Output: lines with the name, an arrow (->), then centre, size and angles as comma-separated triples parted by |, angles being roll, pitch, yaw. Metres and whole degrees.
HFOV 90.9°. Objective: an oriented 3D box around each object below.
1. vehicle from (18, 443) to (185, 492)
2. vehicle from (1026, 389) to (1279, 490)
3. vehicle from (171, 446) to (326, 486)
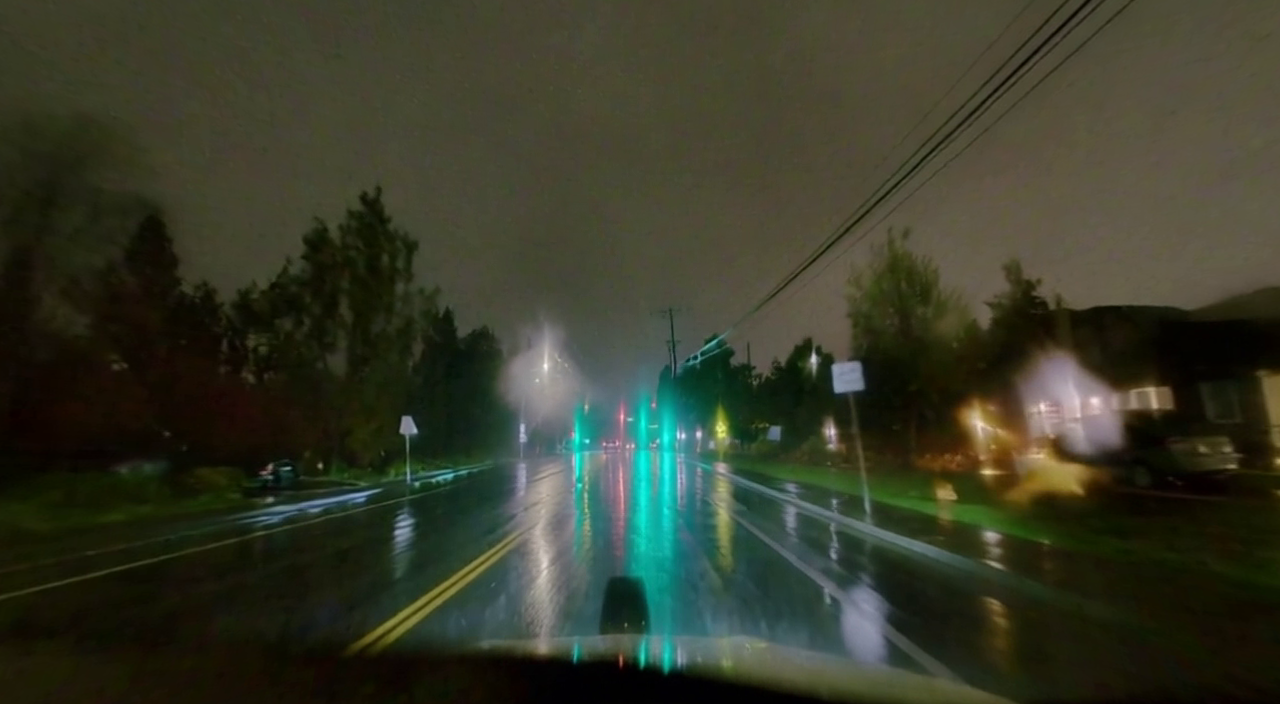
vehicle -> -19.124, 4.101, 22.525 | 4.233, 1.623, 1.943 | -1, -8, 2
vehicle -> 9.790, 1.694, 12.097 | 1.805, 1.571, 4.467 | 0, -9, -2
vehicle -> -15.206, 4.424, 24.666 | 4.787, 1.474, 1.967 | -1, -8, 3
